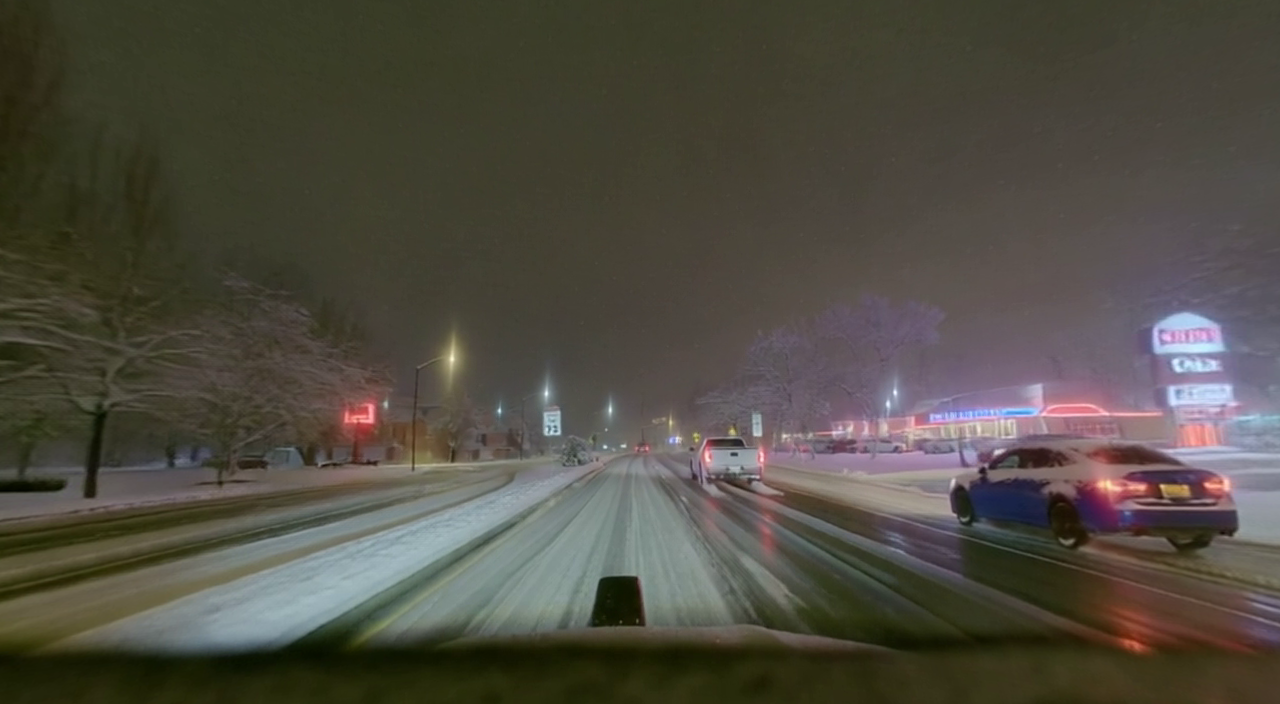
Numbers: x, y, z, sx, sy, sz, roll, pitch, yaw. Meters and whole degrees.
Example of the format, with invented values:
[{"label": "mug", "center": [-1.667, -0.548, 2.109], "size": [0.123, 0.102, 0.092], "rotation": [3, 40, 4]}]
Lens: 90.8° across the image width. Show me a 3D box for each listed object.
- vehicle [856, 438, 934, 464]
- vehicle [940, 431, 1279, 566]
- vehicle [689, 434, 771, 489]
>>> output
[{"label": "vehicle", "center": [17.672, 6.907, 43.984], "size": [4.466, 1.707, 2.092], "rotation": [0, -9, -1]}, {"label": "vehicle", "center": [6.476, 1.965, 9.216], "size": [1.986, 1.480, 4.296], "rotation": [0, -9, -1]}, {"label": "vehicle", "center": [3.094, 3.913, 22.850], "size": [2.214, 1.749, 4.998], "rotation": [0, -9, 0]}]
